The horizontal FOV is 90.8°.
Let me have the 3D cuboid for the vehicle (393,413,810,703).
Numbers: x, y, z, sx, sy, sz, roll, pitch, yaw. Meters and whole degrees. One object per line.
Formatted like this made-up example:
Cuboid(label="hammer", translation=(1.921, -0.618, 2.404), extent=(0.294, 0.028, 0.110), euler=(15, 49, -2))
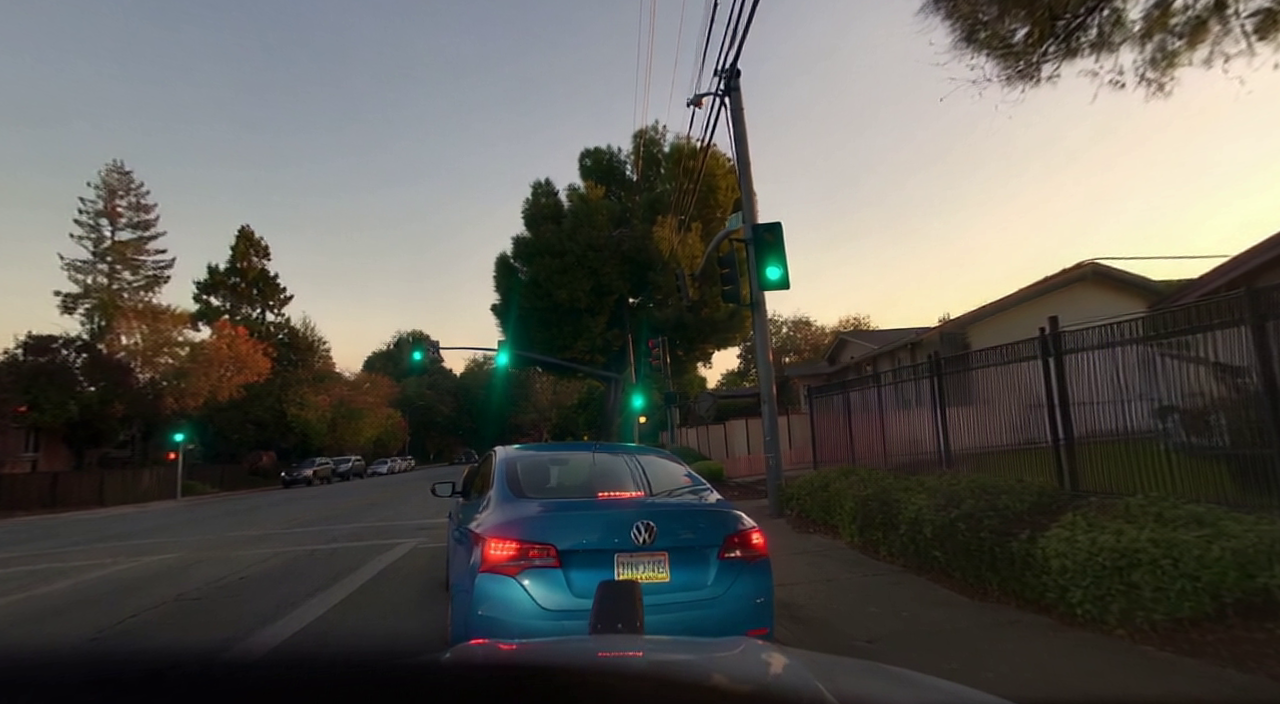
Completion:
Cuboid(label="vehicle", translation=(-0.373, 1.334, 4.974), extent=(2.024, 1.502, 3.702), euler=(1, -9, -7))
